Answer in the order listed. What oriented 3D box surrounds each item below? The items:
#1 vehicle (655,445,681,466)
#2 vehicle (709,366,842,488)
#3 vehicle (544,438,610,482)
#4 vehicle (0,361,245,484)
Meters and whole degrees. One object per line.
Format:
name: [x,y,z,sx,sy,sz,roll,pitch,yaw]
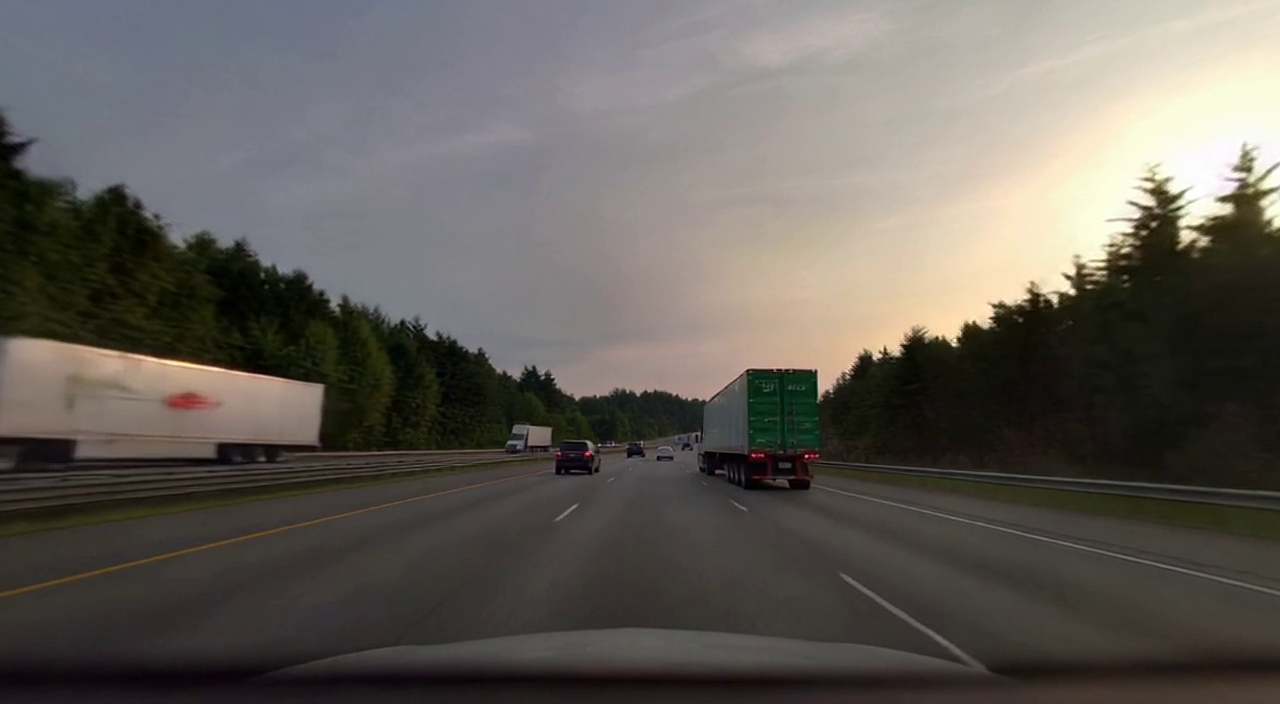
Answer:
vehicle: [2.196,8.044,49.090,1.990,1.537,3.725,-1,-9,3]
vehicle: [5.189,3.505,27.652,3.057,3.993,13.914,0,-9,1]
vehicle: [-2.590,4.605,27.034,2.205,1.728,4.397,0,-9,2]
vehicle: [-20.402,2.698,22.526,3.238,3.588,13.782,0,-9,2]
